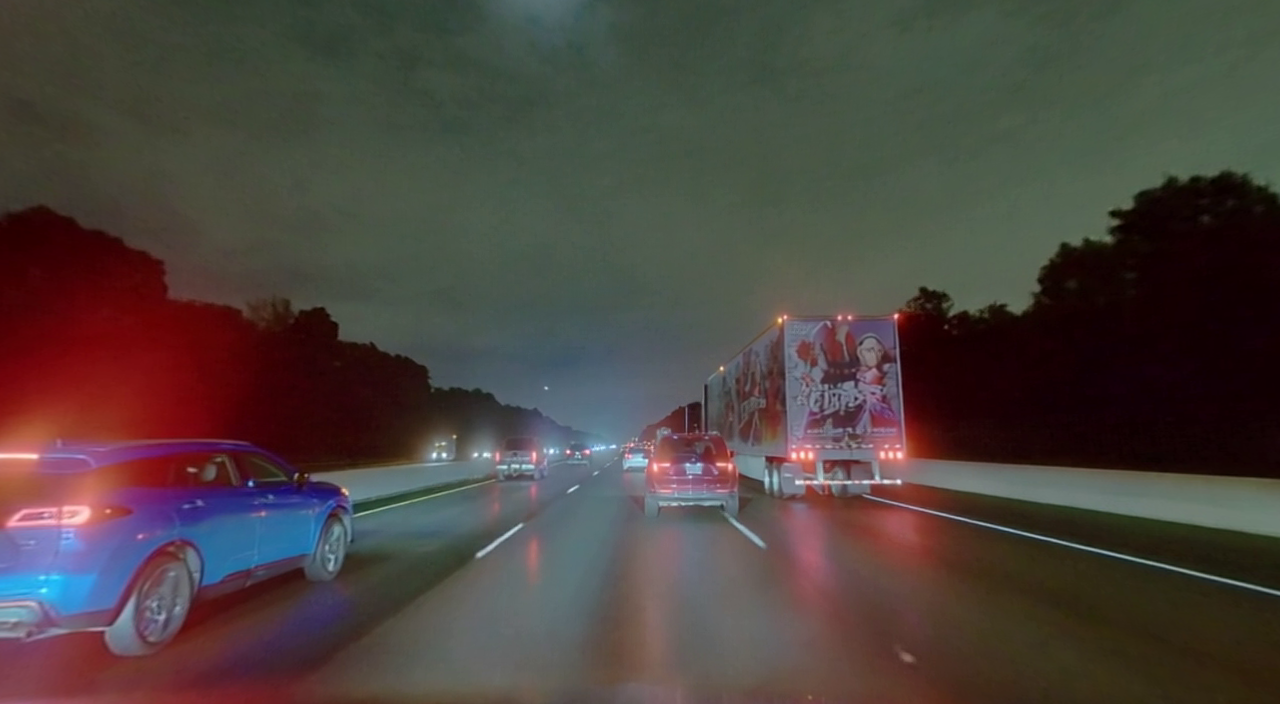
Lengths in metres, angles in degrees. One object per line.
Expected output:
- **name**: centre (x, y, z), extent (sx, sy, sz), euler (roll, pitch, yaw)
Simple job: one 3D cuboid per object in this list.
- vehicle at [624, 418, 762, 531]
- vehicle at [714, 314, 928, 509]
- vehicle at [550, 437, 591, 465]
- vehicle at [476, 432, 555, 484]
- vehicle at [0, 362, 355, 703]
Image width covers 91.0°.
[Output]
- **vehicle**: centre (0.745, 2.089, 11.223), extent (2.017, 1.662, 3.543), euler (0, -8, -2)
- **vehicle**: centre (4.587, 2.225, 20.301), extent (2.828, 4.081, 14.220), euler (0, -8, 0)
- **vehicle**: centre (-4.276, 6.163, 39.340), extent (2.014, 1.683, 4.275), euler (0, -8, 1)
- **vehicle**: centre (-4.231, 3.641, 21.945), extent (1.905, 1.642, 3.803), euler (0, -8, 1)
- **vehicle**: centre (-4.014, 1.076, 4.292), extent (1.983, 1.666, 4.452), euler (0, -8, 1)
